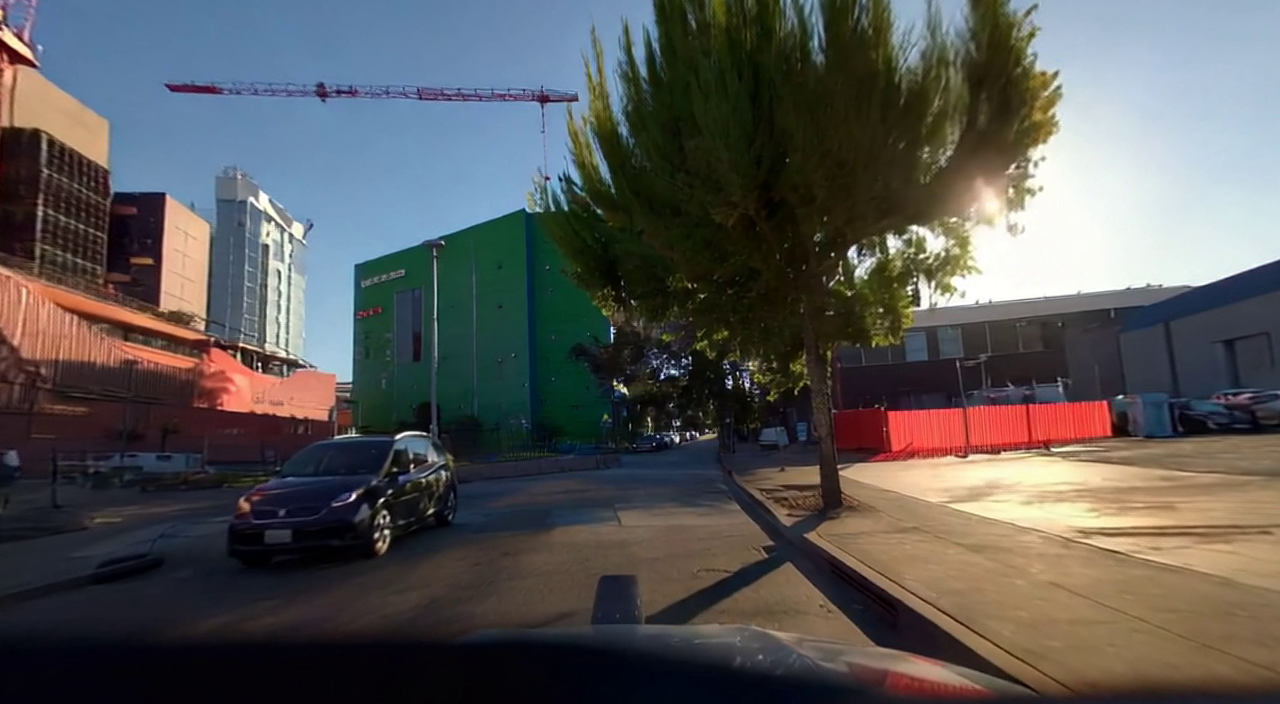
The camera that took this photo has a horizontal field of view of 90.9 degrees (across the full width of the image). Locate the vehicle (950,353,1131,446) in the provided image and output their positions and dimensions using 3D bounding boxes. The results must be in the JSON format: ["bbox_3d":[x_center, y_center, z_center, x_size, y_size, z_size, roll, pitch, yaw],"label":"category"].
[{"bbox_3d":[18.884,2.596,30.865,3.031,3.863,9.734,-1,-8,4],"label":"vehicle"}]

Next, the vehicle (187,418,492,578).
[{"bbox_3d":[-3.677,1.819,8.780,1.967,1.646,4.192,-1,-8,4],"label":"vehicle"}]
